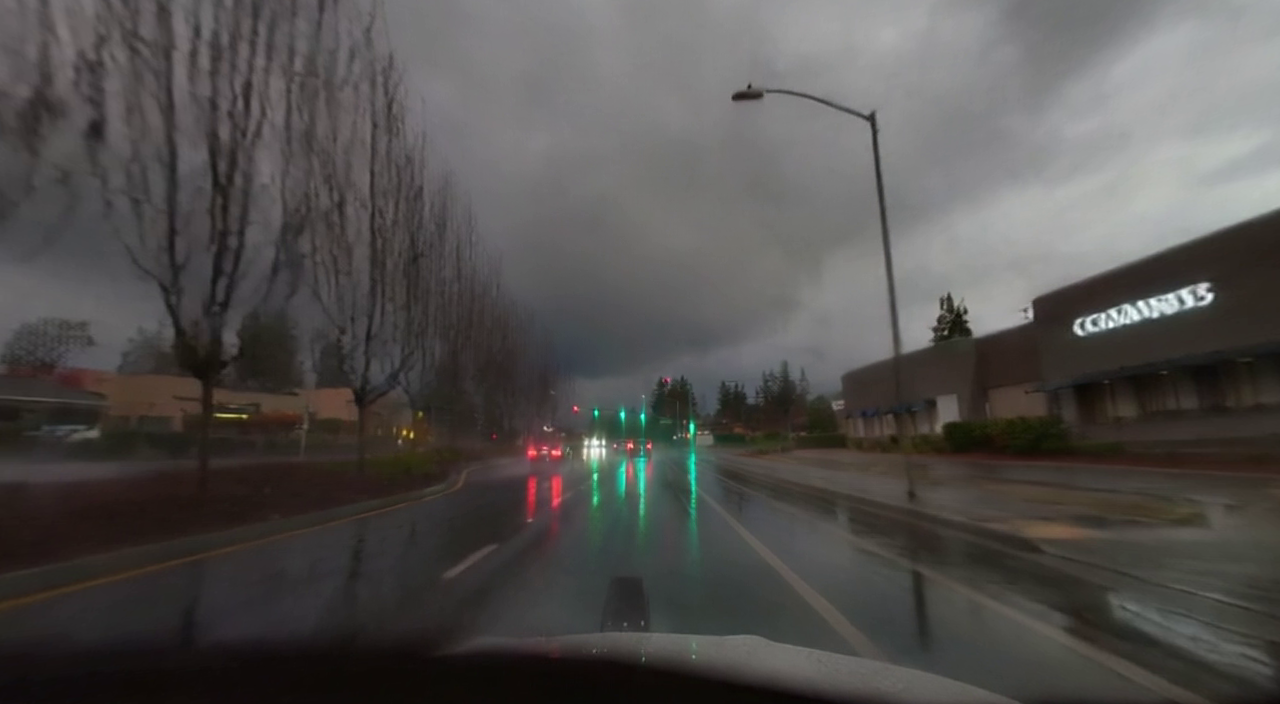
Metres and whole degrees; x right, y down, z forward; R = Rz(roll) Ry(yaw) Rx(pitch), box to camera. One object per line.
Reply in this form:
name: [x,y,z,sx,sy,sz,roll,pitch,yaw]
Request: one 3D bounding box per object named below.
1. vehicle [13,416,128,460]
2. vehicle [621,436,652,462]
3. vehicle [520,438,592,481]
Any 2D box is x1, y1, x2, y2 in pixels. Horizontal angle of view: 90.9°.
vehicle: [-41.659,6.347,46.428,2.303,2.957,6.489,0,-8,0]
vehicle: [-0.230,7.083,45.981,2.153,1.764,4.047,0,-8,1]
vehicle: [-3.075,4.032,23.997,2.015,1.470,4.458,0,-8,2]
